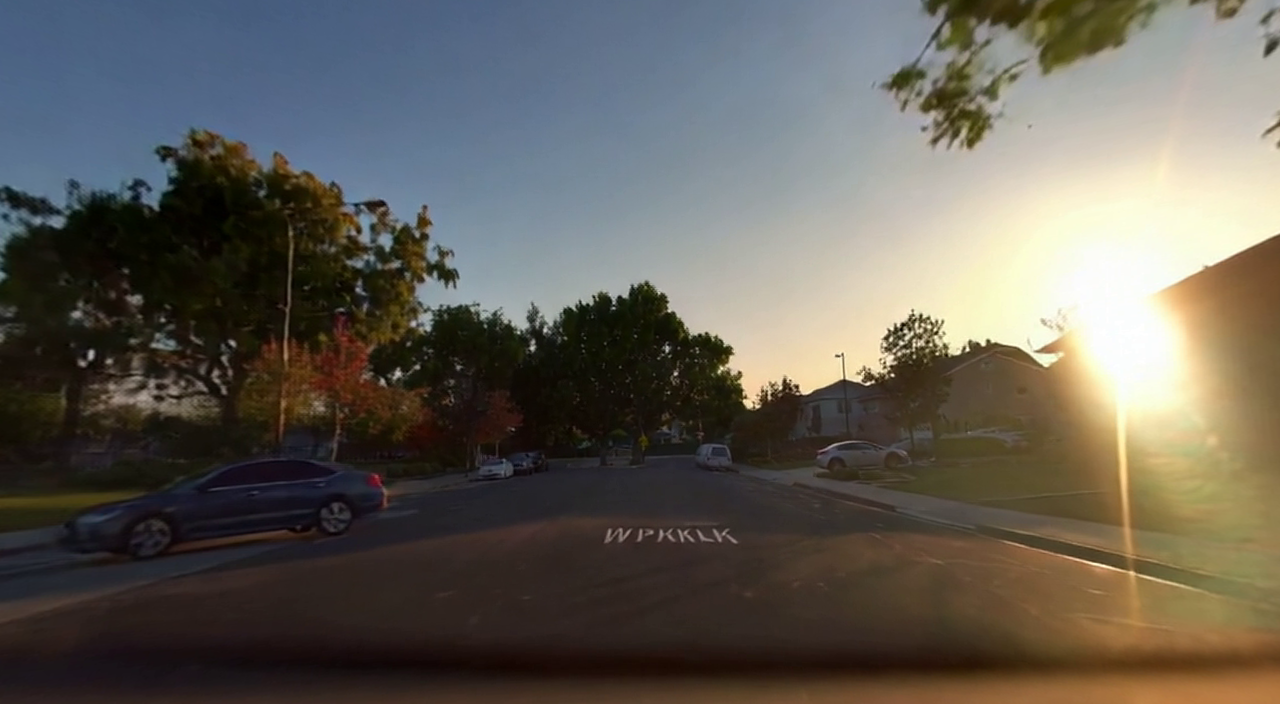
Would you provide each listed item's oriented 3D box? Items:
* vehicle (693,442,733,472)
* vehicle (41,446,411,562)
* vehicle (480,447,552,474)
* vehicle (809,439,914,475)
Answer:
[{"bbox_3d":[4.838,7.006,42.384,2.051,1.925,4.625,0,-9,-1],"label":"vehicle"},{"bbox_3d":[-6.592,2.388,10.713,4.750,1.559,1.928,5,-10,-30],"label":"vehicle"},{"bbox_3d":[-8.842,7.699,45.102,4.620,1.695,2.004,5,-11,-38],"label":"vehicle"},{"bbox_3d":[11.568,5.517,33.279,4.733,1.843,2.005,0,-9,2],"label":"vehicle"}]
